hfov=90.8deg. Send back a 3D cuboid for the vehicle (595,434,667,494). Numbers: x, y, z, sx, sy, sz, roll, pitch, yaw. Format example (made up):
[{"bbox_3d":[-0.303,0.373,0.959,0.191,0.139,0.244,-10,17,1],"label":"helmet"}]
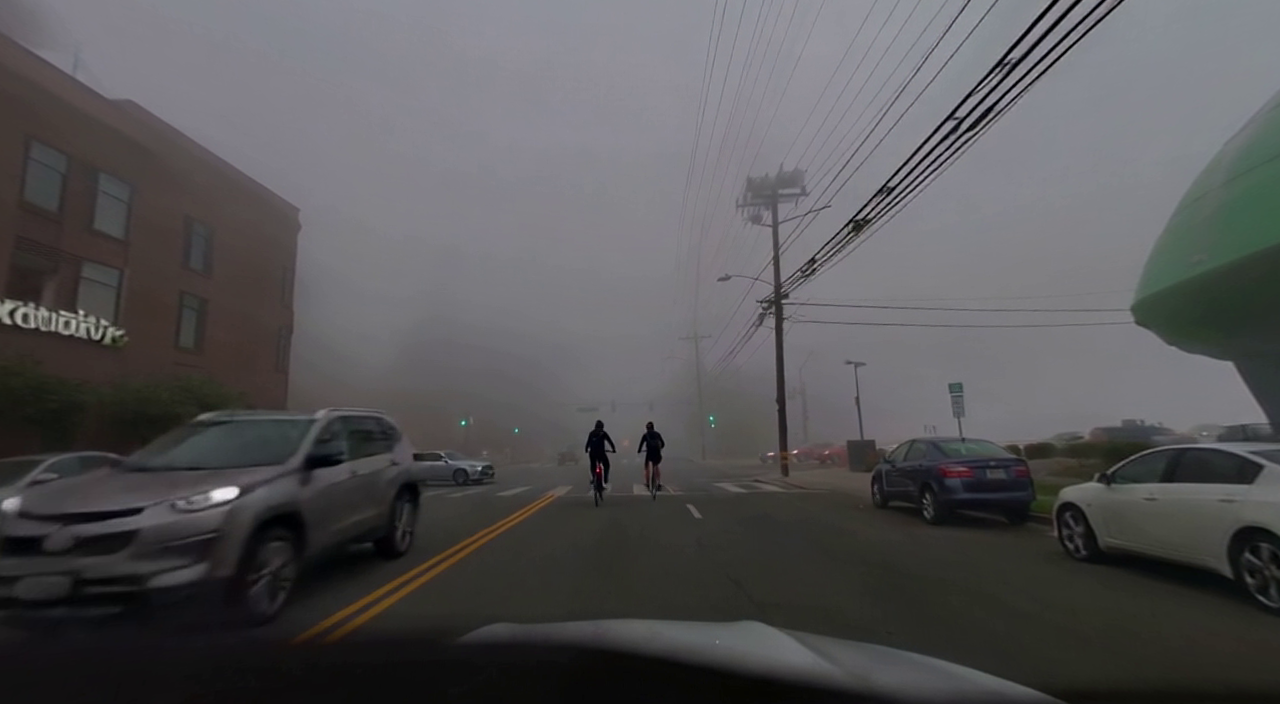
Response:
[{"bbox_3d":[-0.282,3.716,21.327,2.190,1.783,4.048,0,-8,0],"label":"vehicle"}]

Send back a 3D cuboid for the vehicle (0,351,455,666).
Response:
[{"bbox_3d":[-3.733,1.319,6.447,2.184,1.954,4.898,0,-8,0],"label":"vehicle"}]

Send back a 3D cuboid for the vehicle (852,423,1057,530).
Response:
[{"bbox_3d":[5.805,2.322,12.318,1.873,1.714,3.979,0,-8,-1],"label":"vehicle"}]

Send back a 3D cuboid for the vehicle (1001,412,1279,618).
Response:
[{"bbox_3d":[5.877,1.500,6.526,1.900,1.566,3.995,0,-8,0],"label":"vehicle"}]
